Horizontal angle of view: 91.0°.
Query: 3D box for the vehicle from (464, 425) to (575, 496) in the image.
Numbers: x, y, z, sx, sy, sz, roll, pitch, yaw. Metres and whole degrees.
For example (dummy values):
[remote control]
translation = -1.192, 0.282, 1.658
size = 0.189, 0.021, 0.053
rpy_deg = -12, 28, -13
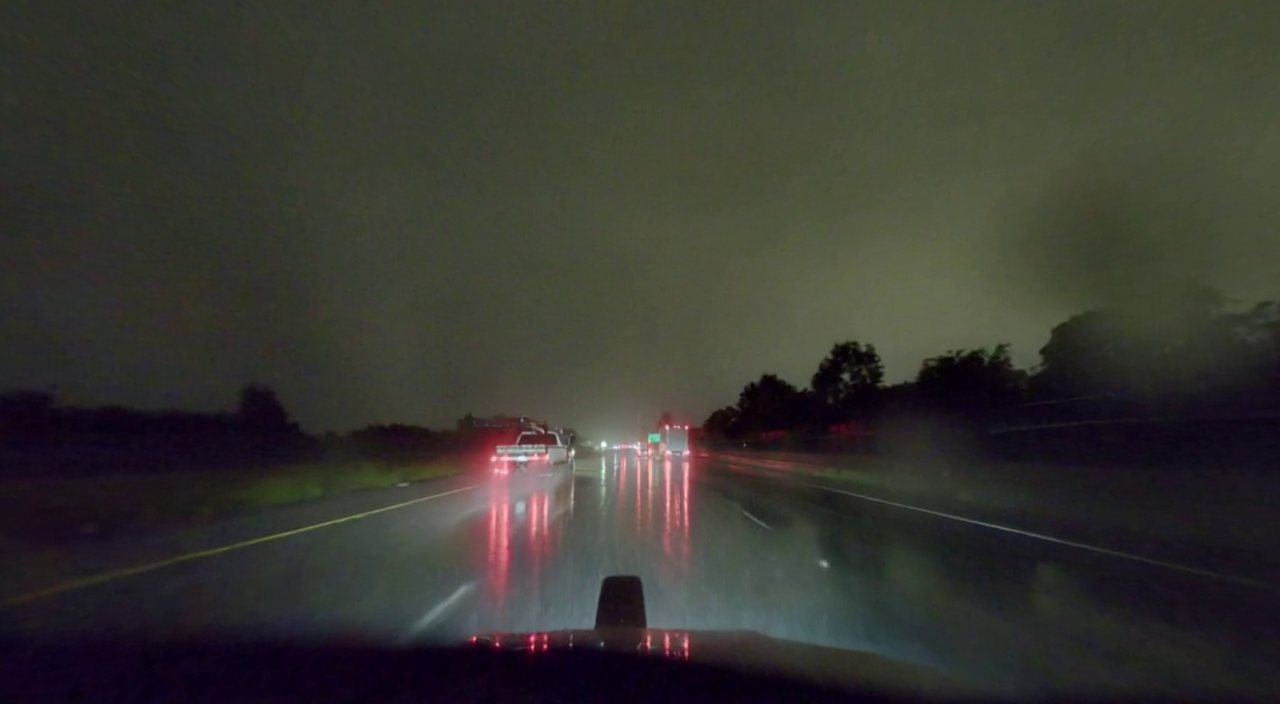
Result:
[vehicle]
translation = -3.573, 3.363, 19.974
size = 2.379, 1.918, 5.504
rpy_deg = 0, -8, 1
